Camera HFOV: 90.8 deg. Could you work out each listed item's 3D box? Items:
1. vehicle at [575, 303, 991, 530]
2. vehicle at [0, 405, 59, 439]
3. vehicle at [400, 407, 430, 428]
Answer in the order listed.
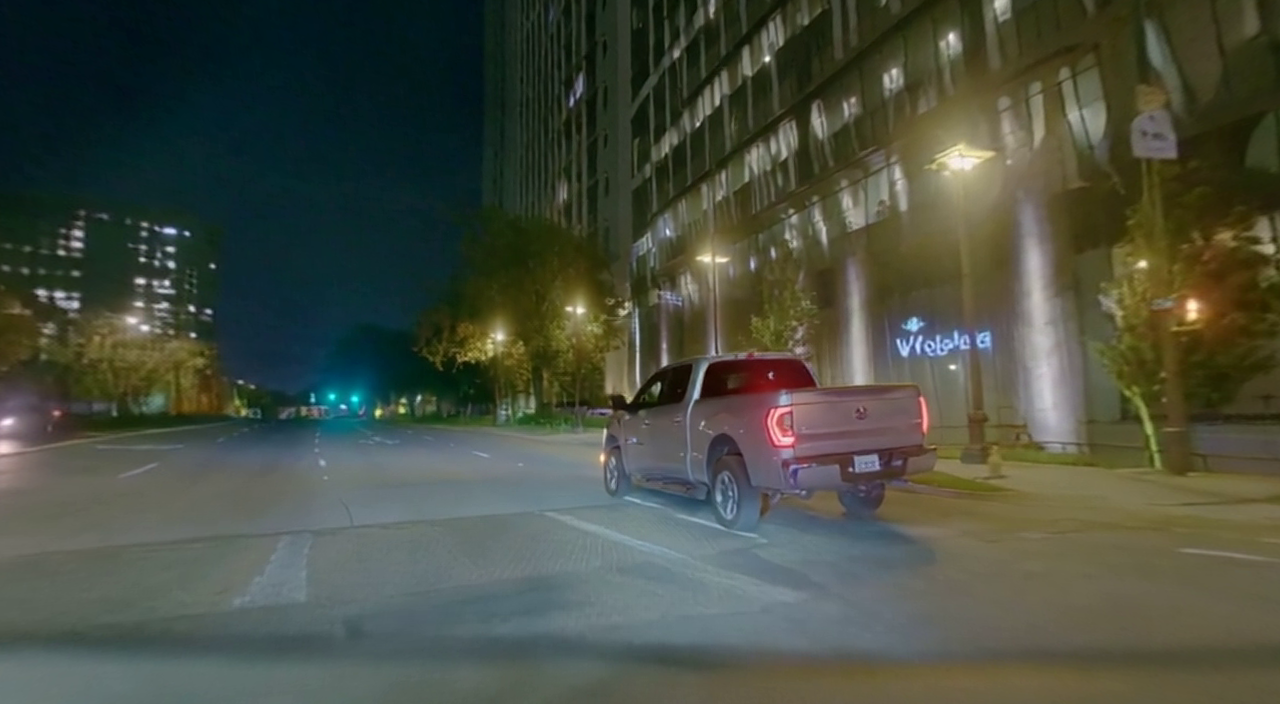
[{"bbox_3d":[1.188,0.970,8.416,2.402,1.922,5.677,3,-9,-24],"label":"vehicle"},{"bbox_3d":[-34.354,3.922,34.919,2.037,1.725,4.632,4,-9,-27],"label":"vehicle"},{"bbox_3d":[-17.573,5.144,49.262,1.842,1.467,4.633,3,-9,-23],"label":"vehicle"}]
